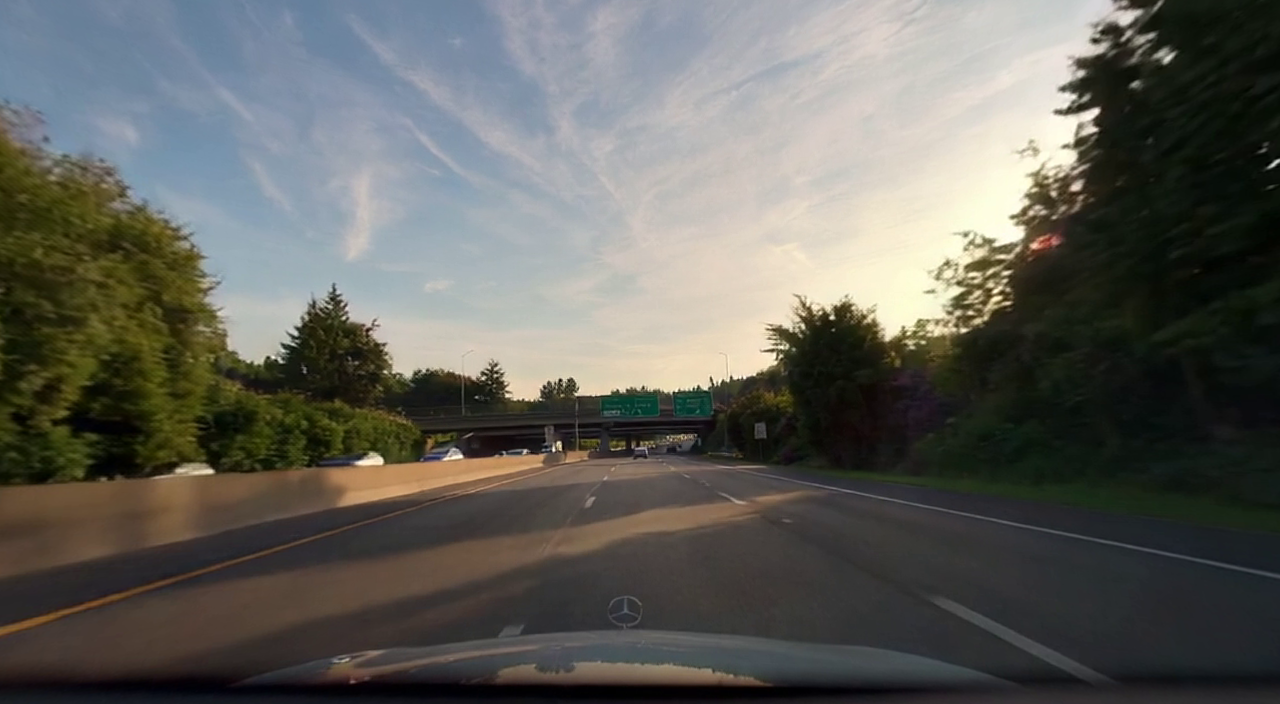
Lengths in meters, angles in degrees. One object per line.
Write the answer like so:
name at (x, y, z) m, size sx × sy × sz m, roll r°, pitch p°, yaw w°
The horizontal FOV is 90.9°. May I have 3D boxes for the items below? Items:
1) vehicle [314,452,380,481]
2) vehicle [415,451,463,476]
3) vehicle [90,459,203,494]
vehicle at (-18.230, 7.133, 39.447) m, size 1.914 × 1.619 × 4.491 m, roll 0°, pitch -9°, yaw 0°
vehicle at (-14.374, 7.954, 45.337) m, size 1.983 × 1.652 × 4.376 m, roll 0°, pitch -9°, yaw 0°
vehicle at (-23.687, 5.956, 30.495) m, size 1.895 × 1.465 × 4.538 m, roll 0°, pitch -9°, yaw -2°
